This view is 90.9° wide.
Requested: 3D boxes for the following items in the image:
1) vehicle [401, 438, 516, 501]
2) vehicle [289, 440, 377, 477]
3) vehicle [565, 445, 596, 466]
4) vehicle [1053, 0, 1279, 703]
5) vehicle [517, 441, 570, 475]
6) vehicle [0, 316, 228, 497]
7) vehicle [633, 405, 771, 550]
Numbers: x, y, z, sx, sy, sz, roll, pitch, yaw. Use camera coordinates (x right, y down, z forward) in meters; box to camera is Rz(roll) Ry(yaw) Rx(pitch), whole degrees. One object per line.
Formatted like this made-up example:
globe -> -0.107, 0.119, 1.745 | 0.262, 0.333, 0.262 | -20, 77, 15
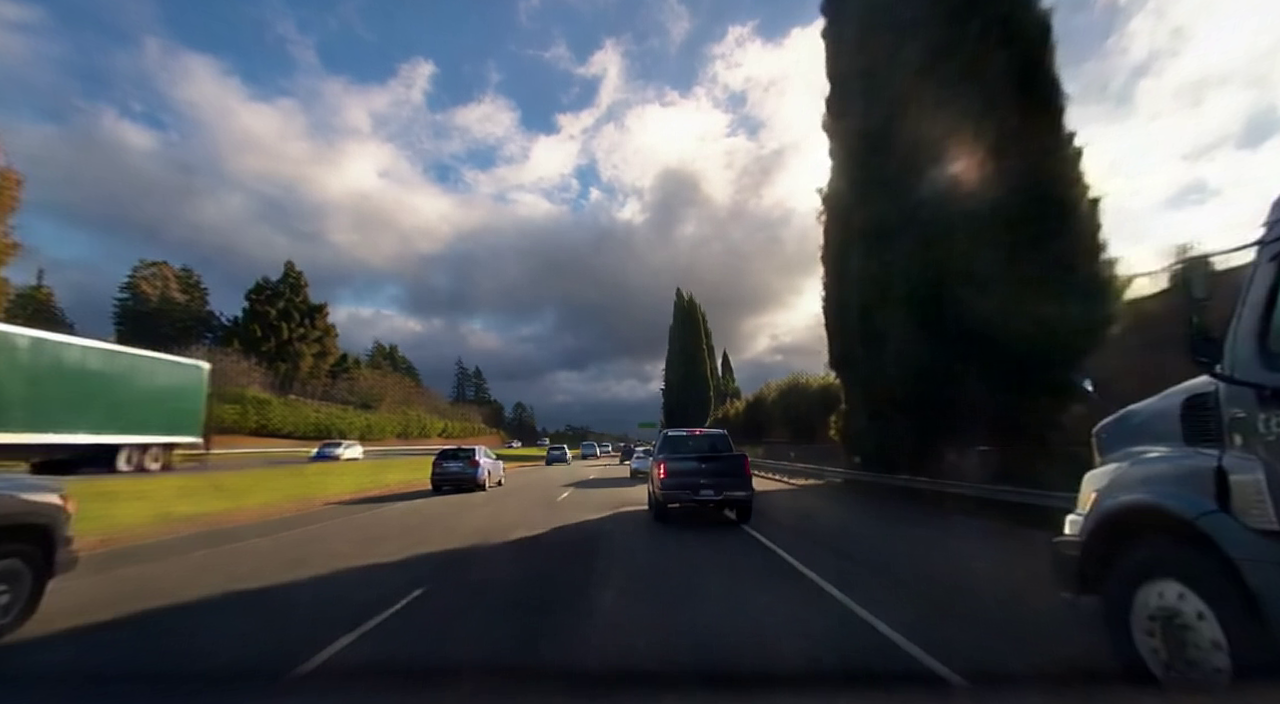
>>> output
vehicle -> -4.728, 3.108, 17.028 | 1.867, 1.489, 3.829 | 0, -9, 1
vehicle -> -12.823, 4.460, 26.586 | 1.855, 1.445, 3.655 | 0, -9, 1
vehicle -> -4.367, 7.643, 46.671 | 1.857, 1.423, 3.920 | 0, -9, 2
vehicle -> 3.772, -0.080, 1.844 | 2.141, 3.473, 4.217 | -1, -9, 2
vehicle -> -4.663, 5.213, 31.143 | 1.855, 1.527, 4.209 | 0, -9, 1
vehicle -> -15.959, 1.317, 14.807 | 2.881, 4.067, 14.355 | 0, -9, 0
vehicle -> 0.809, 1.981, 10.480 | 1.825, 1.920, 3.960 | 0, -9, 0
